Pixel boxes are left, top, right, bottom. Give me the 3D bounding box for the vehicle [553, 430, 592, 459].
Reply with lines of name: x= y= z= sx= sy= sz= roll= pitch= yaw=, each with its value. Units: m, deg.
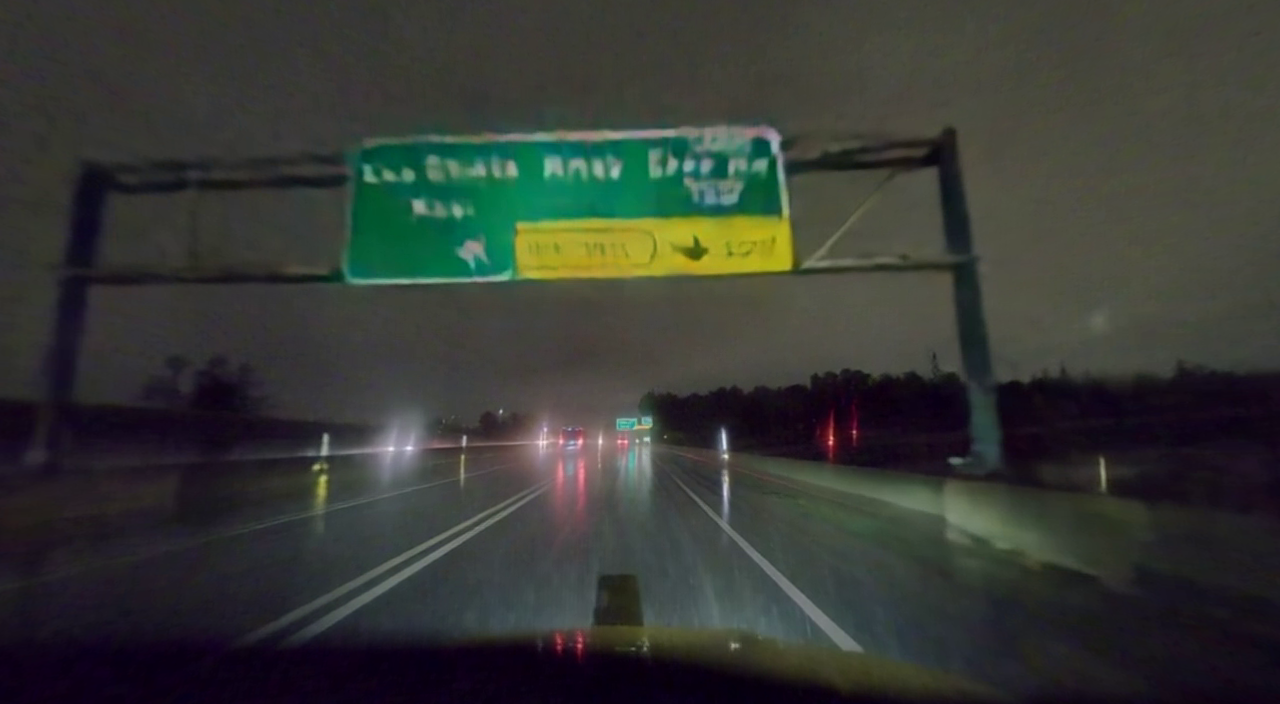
vehicle: x=-4.840 y=6.681 z=45.724 sx=2.281 sy=1.957 sz=5.713 roll=0 pitch=-8 yaw=-1
